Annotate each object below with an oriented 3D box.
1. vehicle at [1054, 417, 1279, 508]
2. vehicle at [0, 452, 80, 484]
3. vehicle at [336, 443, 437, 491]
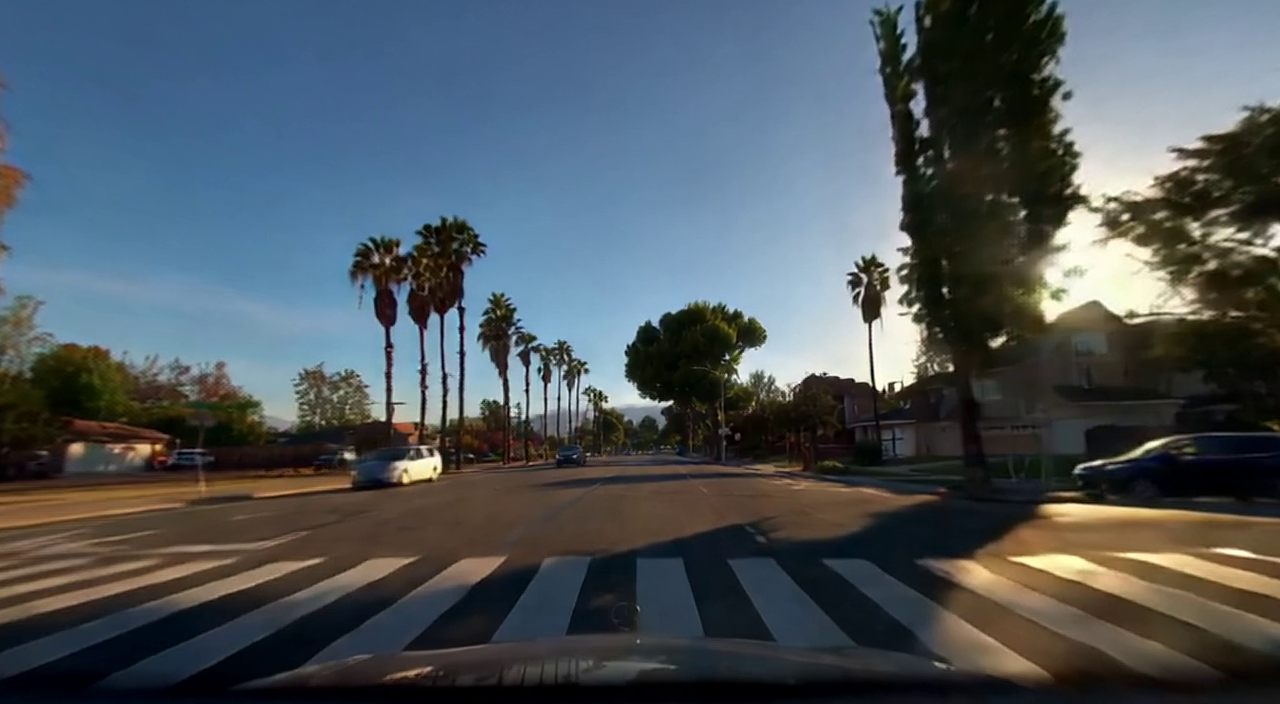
[{"bbox_3d":[12.591,2.283,13.287,5.981,1.680,2.327,-2,-10,3],"label":"vehicle"},{"bbox_3d":[-38.599,7.263,39.639,4.646,1.880,1.886,3,-9,-23],"label":"vehicle"},{"bbox_3d":[-9.752,4.434,24.755,1.976,1.706,4.409,0,-9,2],"label":"vehicle"}]
